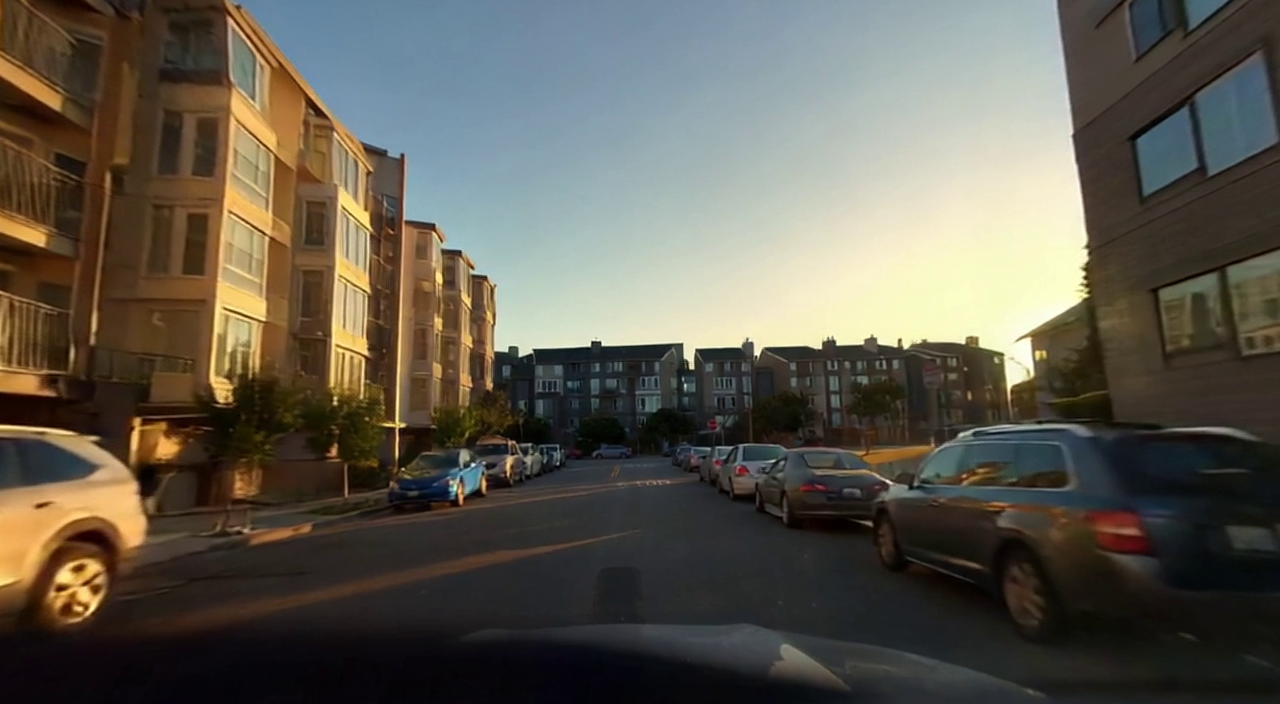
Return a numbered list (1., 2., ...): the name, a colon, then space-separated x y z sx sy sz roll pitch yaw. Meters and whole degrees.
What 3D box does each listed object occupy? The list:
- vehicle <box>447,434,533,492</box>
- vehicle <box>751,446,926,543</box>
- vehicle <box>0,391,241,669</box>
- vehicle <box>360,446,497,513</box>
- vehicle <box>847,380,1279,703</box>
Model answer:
1. vehicle: -5.544 4.137 23.976 2.216 1.953 4.553 0 -8 -1
2. vehicle: 3.340 2.437 11.563 1.835 1.420 4.186 0 -8 0
3. vehicle: -5.419 1.178 4.099 2.244 1.849 5.306 0 -8 -1
4. vehicle: -5.443 3.315 17.069 2.119 1.500 4.953 0 -8 -2
5. vehicle: 3.645 1.346 5.559 2.063 1.729 4.538 0 -8 0
